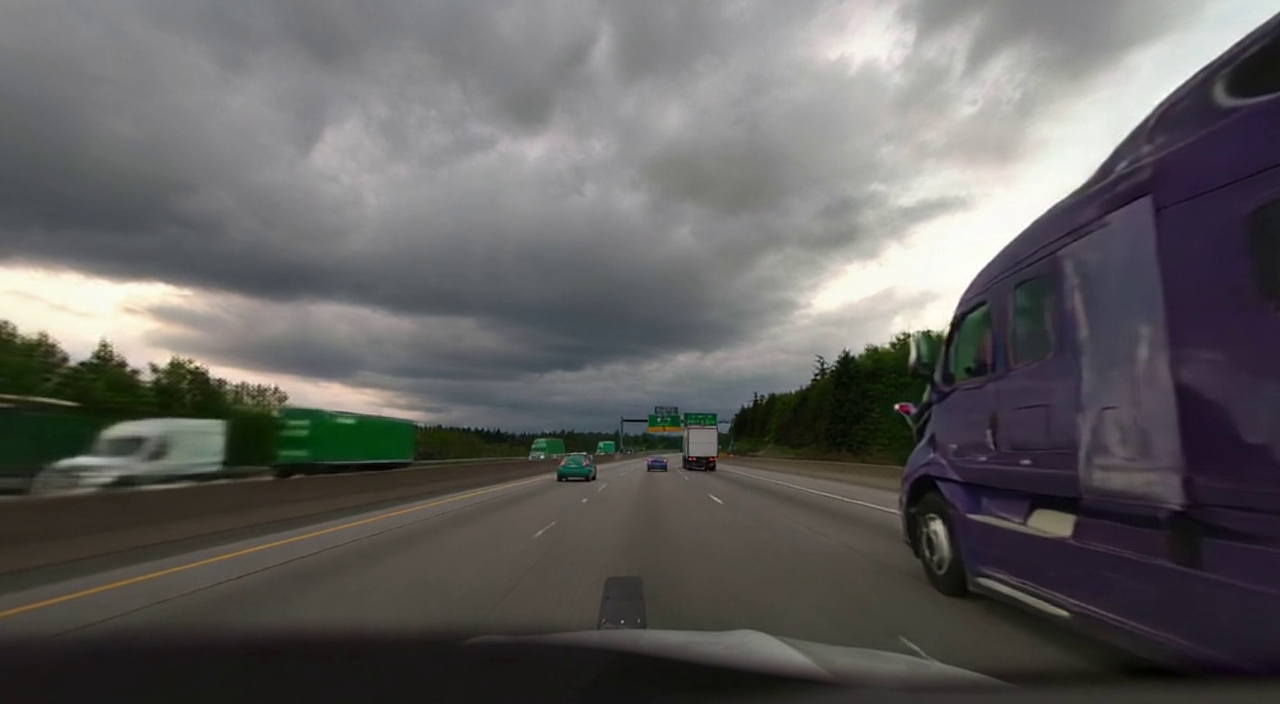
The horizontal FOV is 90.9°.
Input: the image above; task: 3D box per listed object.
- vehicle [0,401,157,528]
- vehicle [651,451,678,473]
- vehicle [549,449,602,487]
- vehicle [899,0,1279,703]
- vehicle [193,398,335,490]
[{"bbox_3d":[-14.670,2.574,14.536,2.210,2.679,5.840,0,-9,2],"label":"vehicle"},{"bbox_3d":[1.782,8.242,47.524,1.957,1.541,4.099,0,-9,1],"label":"vehicle"},{"bbox_3d":[-2.835,5.205,28.647,1.960,1.579,4.384,0,-9,0],"label":"vehicle"},{"bbox_3d":[4.454,0.051,3.960,3.020,3.962,5.781,0,-9,0],"label":"vehicle"},{"bbox_3d":[-17.995,4.507,30.780,2.983,4.017,5.930,0,-9,1],"label":"vehicle"}]
